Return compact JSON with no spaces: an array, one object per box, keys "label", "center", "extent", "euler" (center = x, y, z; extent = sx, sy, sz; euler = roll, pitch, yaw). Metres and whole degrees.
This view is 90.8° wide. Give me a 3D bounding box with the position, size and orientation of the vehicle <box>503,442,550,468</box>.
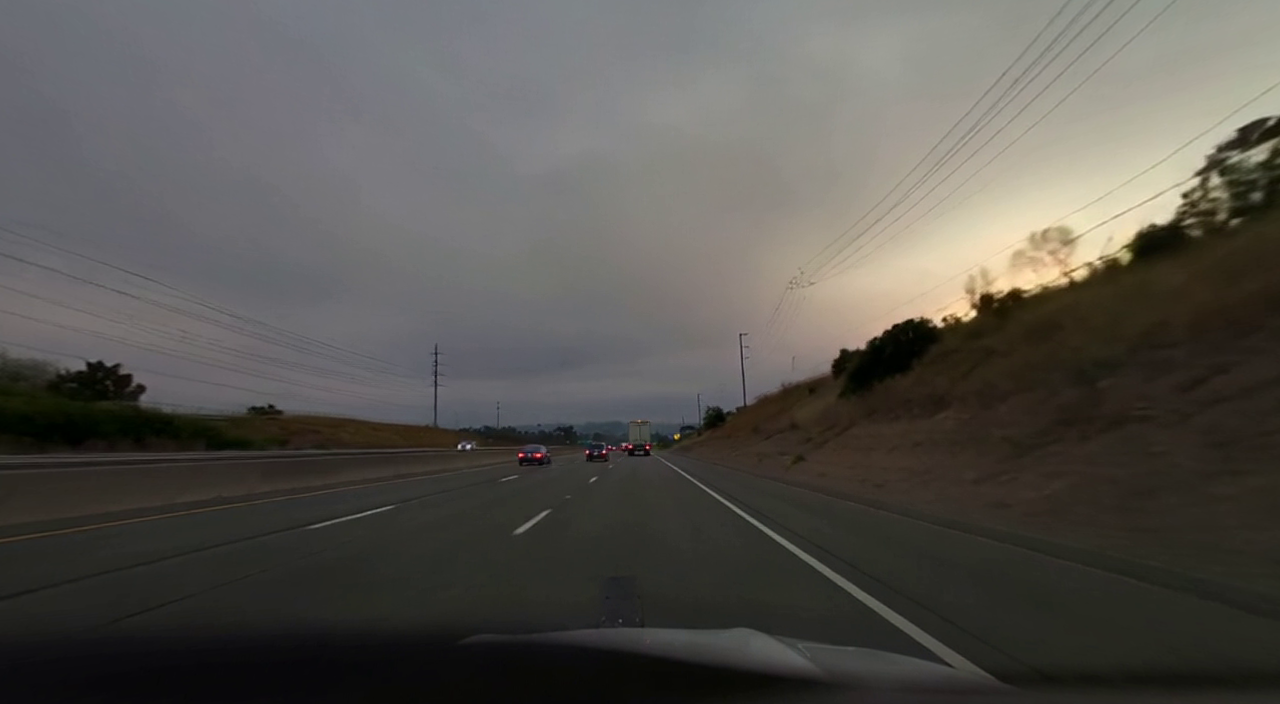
[{"label":"vehicle","center":[-7.191,6.595,40.403],"extent":[2.066,1.558,4.607],"euler":[0,-9,1]}]
